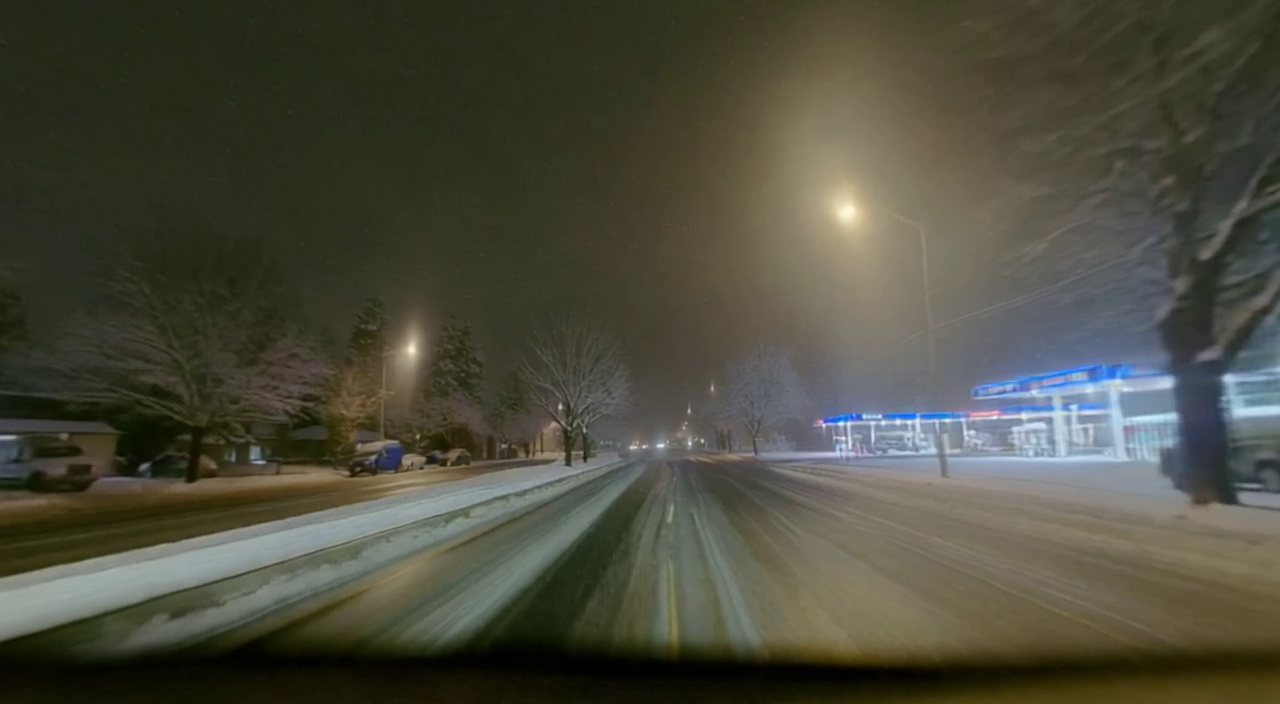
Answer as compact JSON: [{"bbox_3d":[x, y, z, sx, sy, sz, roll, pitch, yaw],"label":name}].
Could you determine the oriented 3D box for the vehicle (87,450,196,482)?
[{"bbox_3d":[-27.780,6.341,35.323,4.336,1.654,2.062,0,-9,1],"label":"vehicle"}]

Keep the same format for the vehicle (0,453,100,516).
[{"bbox_3d":[-19.548,3.986,19.149,1.988,1.785,4.802,-1,-9,2],"label":"vehicle"}]

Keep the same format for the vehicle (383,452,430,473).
[{"bbox_3d":[-18.128,8.598,49.332,1.829,1.462,4.463,-1,-9,2],"label":"vehicle"}]

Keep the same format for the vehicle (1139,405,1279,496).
[{"bbox_3d":[14.453,2.249,14.500,2.108,1.877,4.807,-1,-9,2],"label":"vehicle"}]

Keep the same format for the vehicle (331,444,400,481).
[{"bbox_3d":[-18.541,7.431,42.959,2.216,2.161,5.522,-3,-8,1],"label":"vehicle"}]
